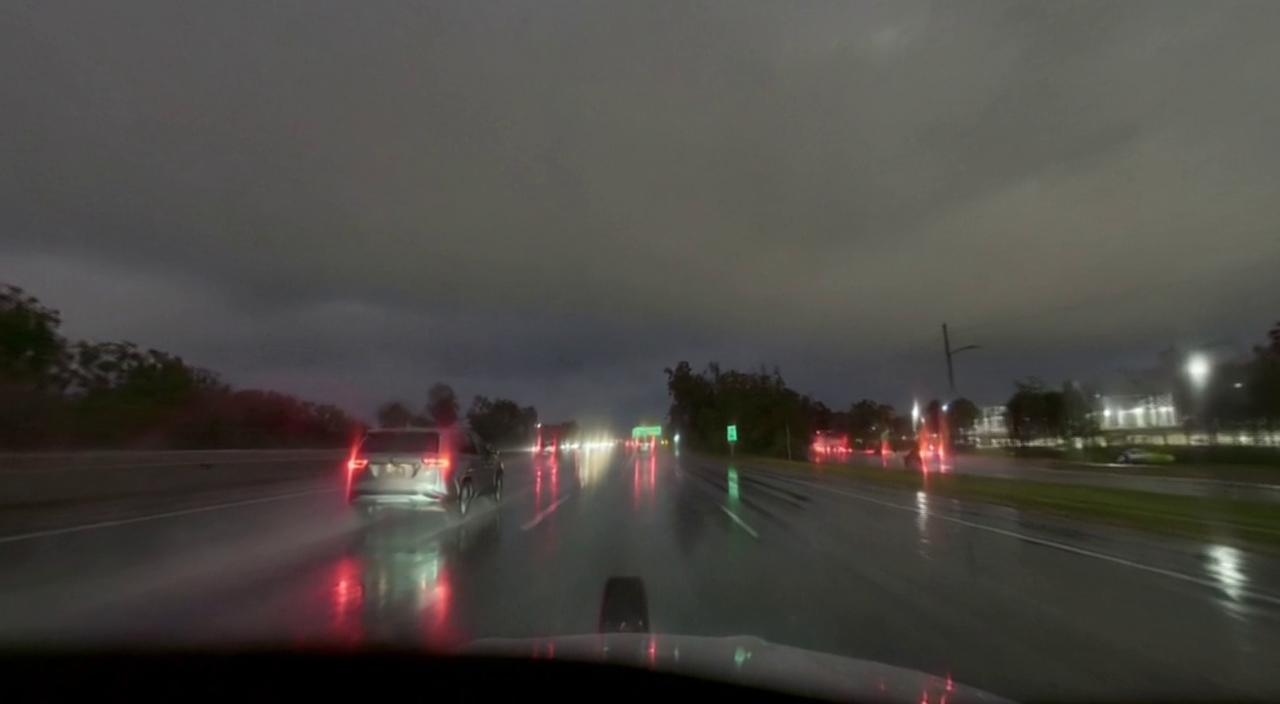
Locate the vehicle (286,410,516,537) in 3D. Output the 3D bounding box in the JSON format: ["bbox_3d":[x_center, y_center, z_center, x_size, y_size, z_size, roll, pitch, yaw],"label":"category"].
[{"bbox_3d":[-3.785,2.025,11.087,2.214,1.759,4.435,-1,-8,1],"label":"vehicle"}]

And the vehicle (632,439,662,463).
[{"bbox_3d":[0.445,7.011,44.878,2.023,1.589,4.030,0,-8,0],"label":"vehicle"}]
